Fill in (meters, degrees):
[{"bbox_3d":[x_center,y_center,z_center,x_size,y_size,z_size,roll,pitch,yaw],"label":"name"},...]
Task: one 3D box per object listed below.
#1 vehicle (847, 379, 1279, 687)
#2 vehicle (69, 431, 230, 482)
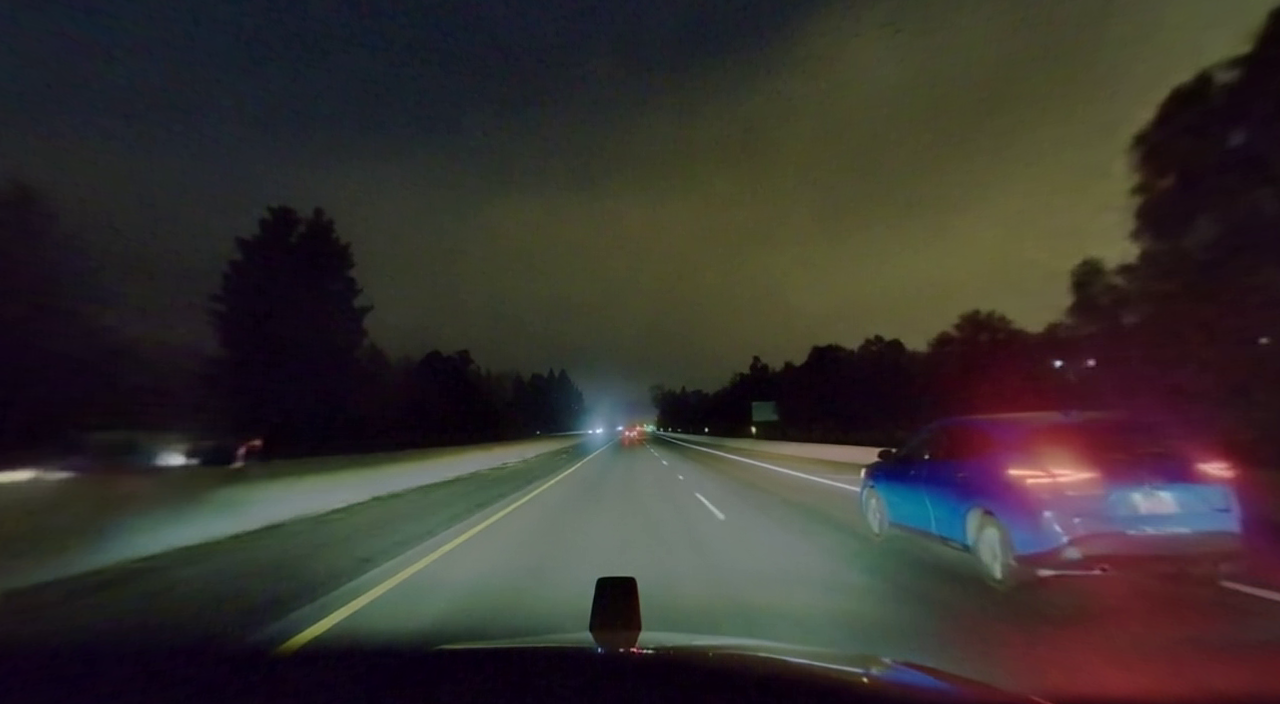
[{"bbox_3d":[3.431,1.189,5.268,1.973,1.563,3.959,0,-8,-1],"label":"vehicle"},{"bbox_3d":[-16.738,3.555,21.817,1.949,1.594,4.508,0,-8,0],"label":"vehicle"}]
